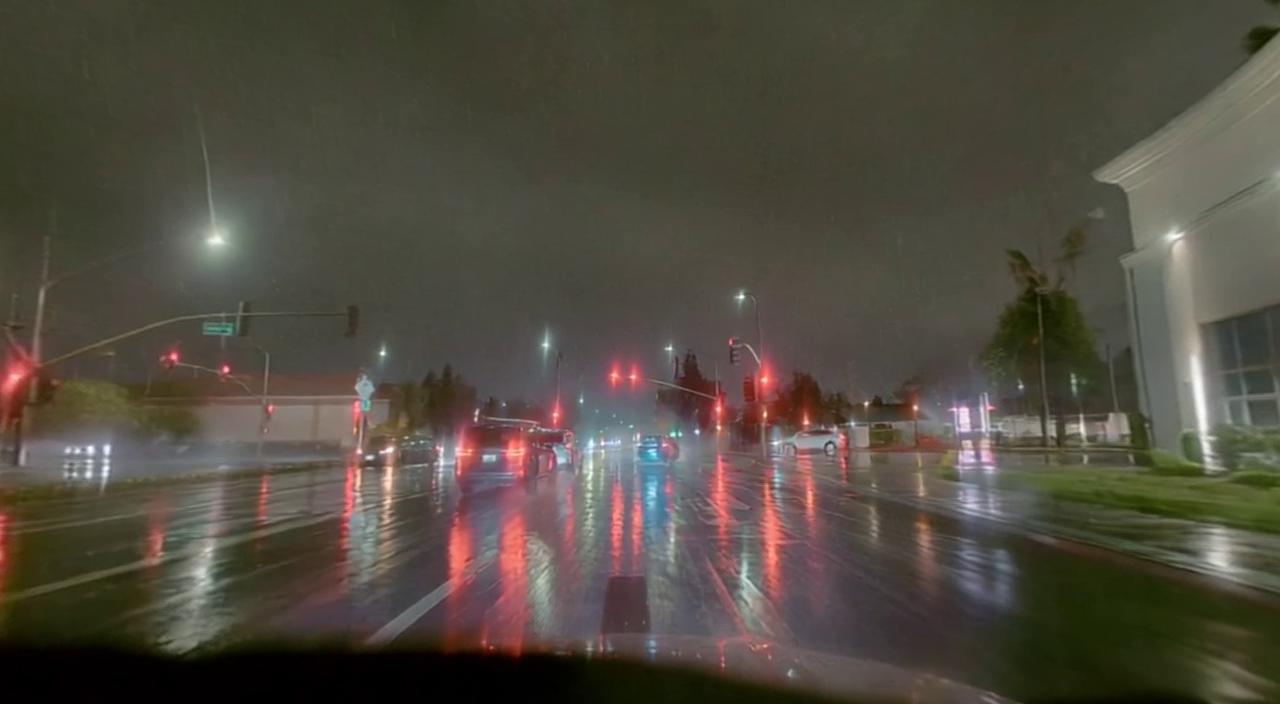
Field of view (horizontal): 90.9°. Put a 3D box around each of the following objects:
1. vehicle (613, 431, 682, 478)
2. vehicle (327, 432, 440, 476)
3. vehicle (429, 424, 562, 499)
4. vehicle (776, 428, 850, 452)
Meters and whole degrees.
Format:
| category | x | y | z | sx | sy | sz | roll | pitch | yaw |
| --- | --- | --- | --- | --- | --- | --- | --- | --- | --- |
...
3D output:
| category | x | y | z | sx | sy | sz | roll | pitch | yaw |
| --- | --- | --- | --- | --- | --- | --- | --- | --- | --- |
| vehicle | 0.334 | 3.621 | 22.681 | 2.258 | 1.507 | 3.896 | -1 | -7 | 3 |
| vehicle | -9.469 | 3.818 | 23.745 | 2.096 | 1.474 | 4.585 | -1 | -8 | 3 |
| vehicle | -3.255 | 2.584 | 15.213 | 2.029 | 1.517 | 4.375 | 0 | -8 | 2 |
| vehicle | 13.133 | 6.722 | 48.057 | 5.032 | 1.762 | 1.982 | 0 | -8 | 0 |
